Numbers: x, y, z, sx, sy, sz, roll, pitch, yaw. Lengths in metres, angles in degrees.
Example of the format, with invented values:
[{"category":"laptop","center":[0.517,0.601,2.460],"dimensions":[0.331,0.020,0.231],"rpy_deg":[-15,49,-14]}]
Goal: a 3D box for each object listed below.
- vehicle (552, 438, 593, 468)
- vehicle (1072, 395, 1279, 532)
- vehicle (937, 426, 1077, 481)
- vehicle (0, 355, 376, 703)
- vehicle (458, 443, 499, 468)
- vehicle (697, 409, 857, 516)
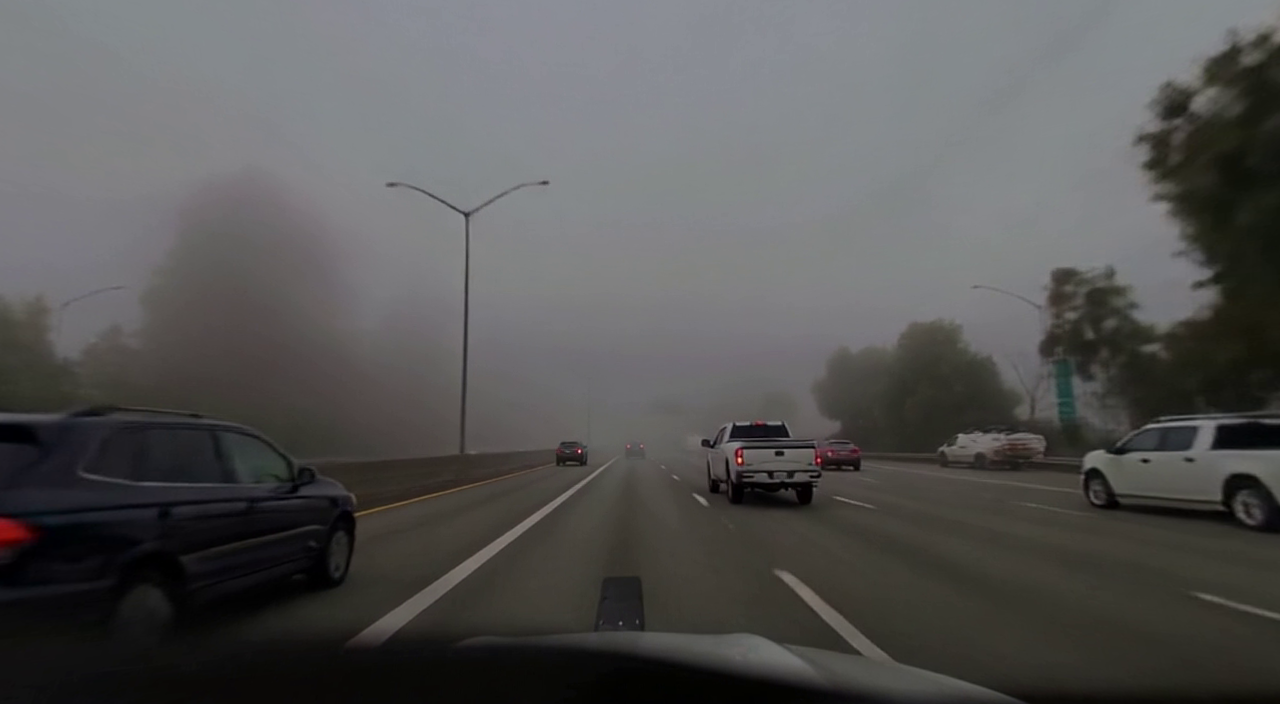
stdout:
[{"category":"vehicle","center":[-3.932,5.993,37.664],"dimensions":[1.992,1.651,4.185],"rpy_deg":[0,-8,0]},{"category":"vehicle","center":[9.876,1.764,10.221],"dimensions":[2.046,1.873,5.131],"rpy_deg":[0,-8,-1]},{"category":"vehicle","center":[13.162,3.678,23.116],"dimensions":[2.076,1.799,4.871],"rpy_deg":[0,-8,-1]},{"category":"vehicle","center":[-3.576,1.041,3.771],"dimensions":[2.119,1.654,4.353],"rpy_deg":[0,-8,0]},{"category":"vehicle","center":[-9.133,5.877,36.002],"dimensions":[1.426,1.346,3.208],"rpy_deg":[0,-8,1]},{"category":"vehicle","center":[2.685,2.374,14.055],"dimensions":[2.200,1.870,5.649],"rpy_deg":[0,-8,-1]}]
